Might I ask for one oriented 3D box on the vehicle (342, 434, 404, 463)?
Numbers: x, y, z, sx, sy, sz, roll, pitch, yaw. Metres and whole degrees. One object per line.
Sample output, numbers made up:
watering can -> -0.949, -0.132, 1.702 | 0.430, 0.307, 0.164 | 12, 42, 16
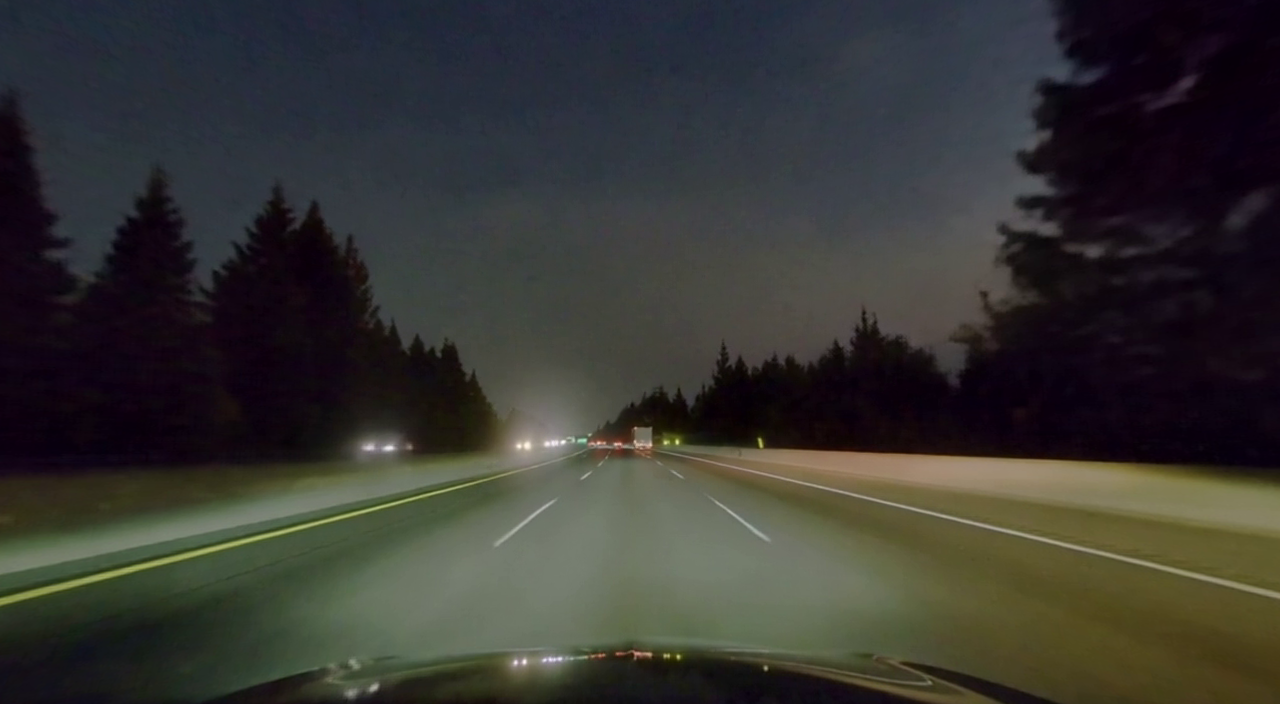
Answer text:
vehicle -> -17.692, 6.400, 41.937 | 2.037, 1.828, 4.941 | 0, -8, -1
